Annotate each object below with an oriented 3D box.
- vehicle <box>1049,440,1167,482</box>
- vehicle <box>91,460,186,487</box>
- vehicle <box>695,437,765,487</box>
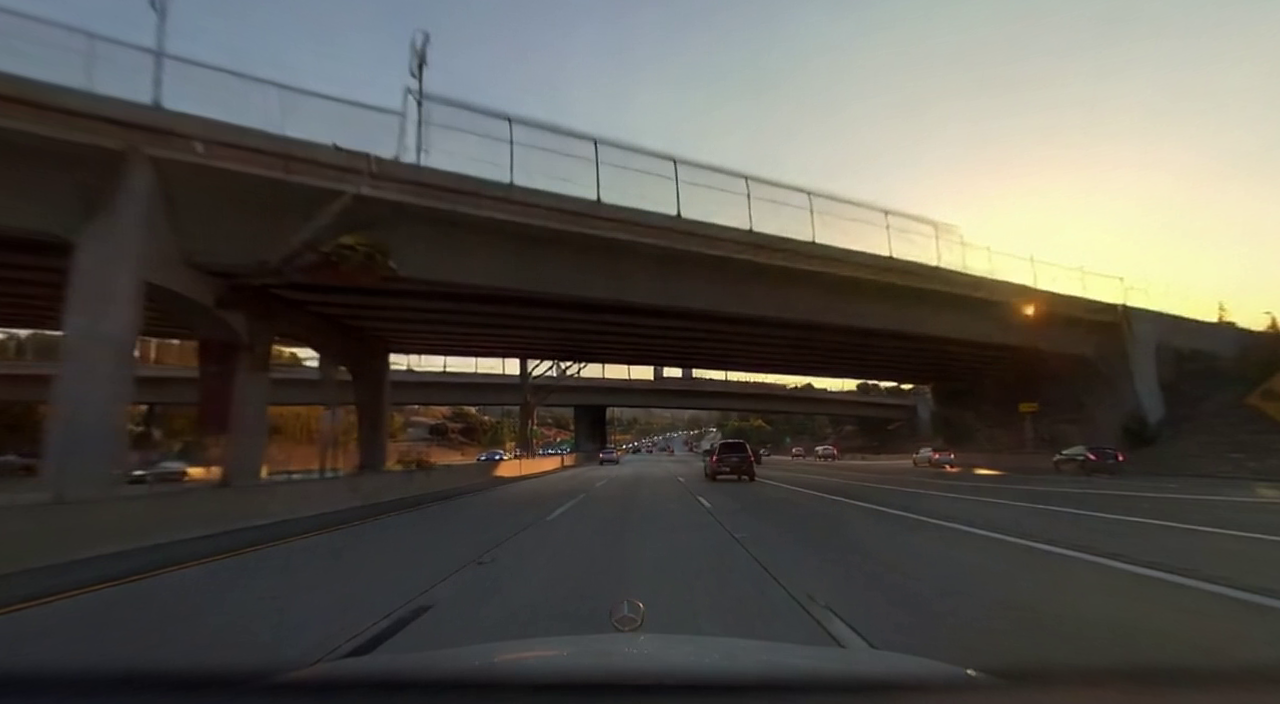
[{"bbox_3d":[21.852,5.094,29.703,2.116,1.754,4.727,0,-9,4],"label":"vehicle"},{"bbox_3d":[-31.361,7.581,39.586,1.992,1.512,4.808,0,-9,1],"label":"vehicle"},{"bbox_3d":[3.440,4.306,24.961,2.147,1.794,4.538,0,-9,0],"label":"vehicle"}]
